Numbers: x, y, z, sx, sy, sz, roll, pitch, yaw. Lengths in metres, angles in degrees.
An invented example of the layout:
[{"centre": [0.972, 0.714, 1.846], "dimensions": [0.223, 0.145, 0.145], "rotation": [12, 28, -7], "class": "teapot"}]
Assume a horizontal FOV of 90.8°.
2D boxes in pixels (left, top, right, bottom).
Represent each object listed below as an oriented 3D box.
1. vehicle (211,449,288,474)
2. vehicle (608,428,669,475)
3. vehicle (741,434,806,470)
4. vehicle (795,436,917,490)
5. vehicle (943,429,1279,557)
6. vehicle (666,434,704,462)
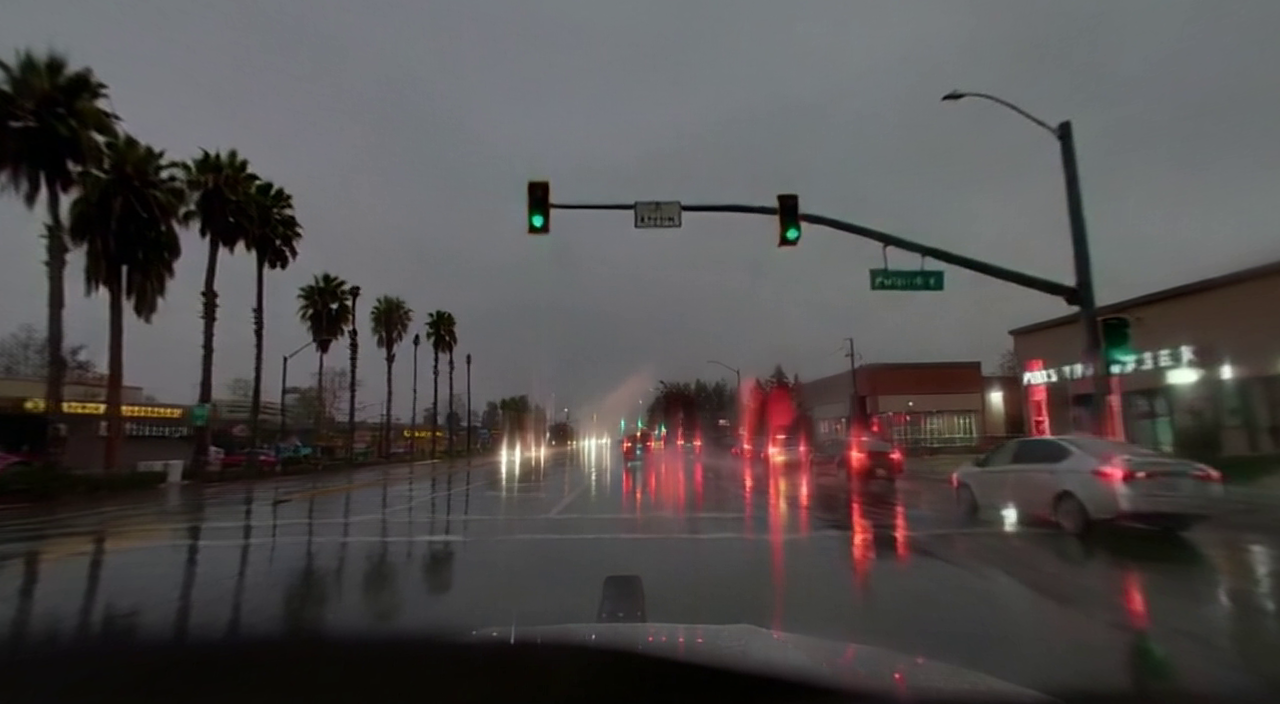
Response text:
[{"centre": [-27.810, 7.784, 45.098], "dimensions": [4.139, 1.702, 2.040], "rotation": [0, -9, -2], "class": "vehicle"}, {"centre": [-0.106, 4.310, 27.526], "dimensions": [2.428, 1.816, 4.959], "rotation": [0, -9, -1], "class": "vehicle"}, {"centre": [6.575, 5.002, 31.677], "dimensions": [2.100, 1.675, 4.536], "rotation": [0, -9, -2], "class": "vehicle"}, {"centre": [6.624, 3.470, 20.126], "dimensions": [2.038, 1.476, 5.032], "rotation": [0, -9, -1], "class": "vehicle"}, {"centre": [6.704, 1.969, 9.594], "dimensions": [1.902, 1.461, 4.428], "rotation": [0, -9, -2], "class": "vehicle"}, {"centre": [3.018, 6.600, 43.406], "dimensions": [2.187, 1.777, 4.444], "rotation": [0, -9, -2], "class": "vehicle"}]
